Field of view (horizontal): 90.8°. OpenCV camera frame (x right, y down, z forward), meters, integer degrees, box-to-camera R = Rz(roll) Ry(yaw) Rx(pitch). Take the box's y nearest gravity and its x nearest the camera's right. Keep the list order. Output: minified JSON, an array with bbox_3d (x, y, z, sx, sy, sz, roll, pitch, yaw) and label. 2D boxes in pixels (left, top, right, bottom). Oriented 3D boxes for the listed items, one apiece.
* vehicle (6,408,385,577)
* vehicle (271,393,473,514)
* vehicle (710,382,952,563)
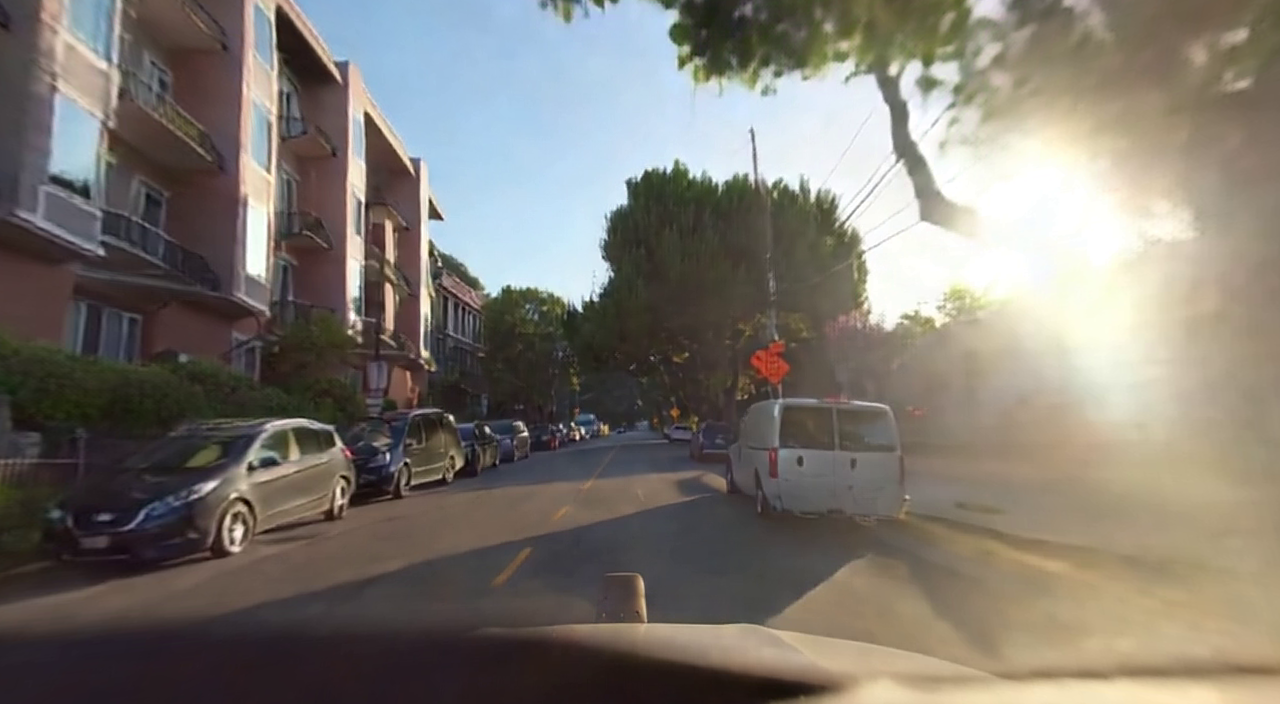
[{"bbox_3d":[-5.539,1.762,8.894,1.838,1.725,4.660,0,-8,2],"label":"vehicle"},{"bbox_3d":[-5.536,2.228,14.171,2.196,2.059,5.748,-2,-8,-2],"label":"vehicle"},{"bbox_3d":[2.708,1.633,10.617,2.259,2.119,5.281,0,-1,-2],"label":"vehicle"}]
